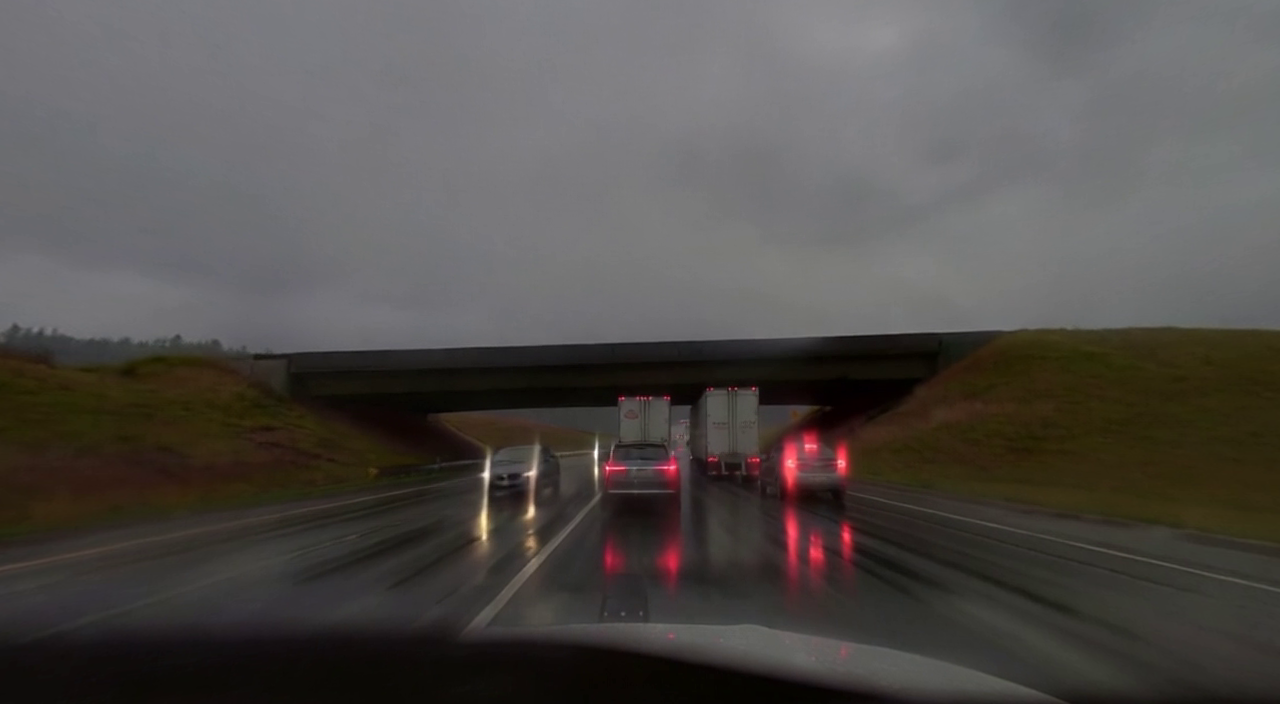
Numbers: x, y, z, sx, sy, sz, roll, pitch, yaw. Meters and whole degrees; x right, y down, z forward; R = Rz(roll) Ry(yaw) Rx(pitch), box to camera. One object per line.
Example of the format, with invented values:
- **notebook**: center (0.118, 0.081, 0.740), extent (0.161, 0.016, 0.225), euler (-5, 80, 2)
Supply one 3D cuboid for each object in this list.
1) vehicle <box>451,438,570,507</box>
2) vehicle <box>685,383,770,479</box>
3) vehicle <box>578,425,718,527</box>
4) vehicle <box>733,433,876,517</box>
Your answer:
- **vehicle**: center (-3.190, 3.077, 16.501), extent (2.096, 1.531, 4.210), euler (-1, -9, 2)
- **vehicle**: center (3.880, 3.783, 29.552), extent (2.948, 3.974, 6.480), euler (-1, -9, 0)
- **vehicle**: center (0.168, 2.324, 12.261), extent (2.256, 1.615, 4.114), euler (-1, -9, 1)
- **vehicle**: center (3.327, 2.575, 13.604), extent (1.972, 1.505, 3.946), euler (-1, -9, 0)
